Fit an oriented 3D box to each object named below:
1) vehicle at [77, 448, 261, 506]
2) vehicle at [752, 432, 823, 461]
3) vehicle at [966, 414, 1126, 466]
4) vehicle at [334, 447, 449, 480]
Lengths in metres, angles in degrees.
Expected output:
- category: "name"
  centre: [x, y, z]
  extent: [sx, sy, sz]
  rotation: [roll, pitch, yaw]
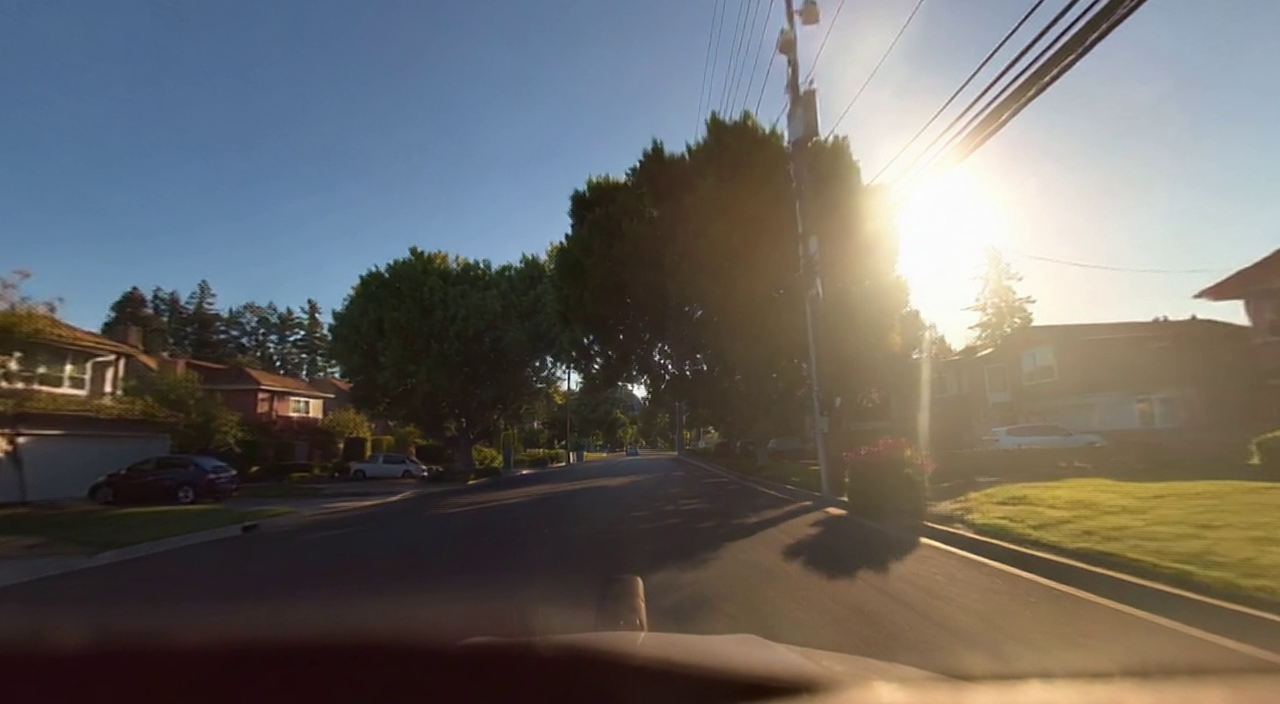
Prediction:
- category: "vehicle"
  centre: [-14.950, 3.960, 20.559]
  extent: [1.978, 1.586, 5.192]
  rotation: [0, -8, 0]
- category: "vehicle"
  centre: [10.666, 6.884, 46.007]
  extent: [4.686, 1.786, 2.019]
  rotation: [-4, -8, 6]
- category: "vehicle"
  centre: [14.797, 3.254, 23.276]
  extent: [4.373, 1.759, 2.093]
  rotation: [0, -9, 4]
- category: "vehicle"
  centre: [-12.478, 5.612, 31.889]
  extent: [4.893, 1.567, 2.105]
  rotation: [-1, -8, 6]
